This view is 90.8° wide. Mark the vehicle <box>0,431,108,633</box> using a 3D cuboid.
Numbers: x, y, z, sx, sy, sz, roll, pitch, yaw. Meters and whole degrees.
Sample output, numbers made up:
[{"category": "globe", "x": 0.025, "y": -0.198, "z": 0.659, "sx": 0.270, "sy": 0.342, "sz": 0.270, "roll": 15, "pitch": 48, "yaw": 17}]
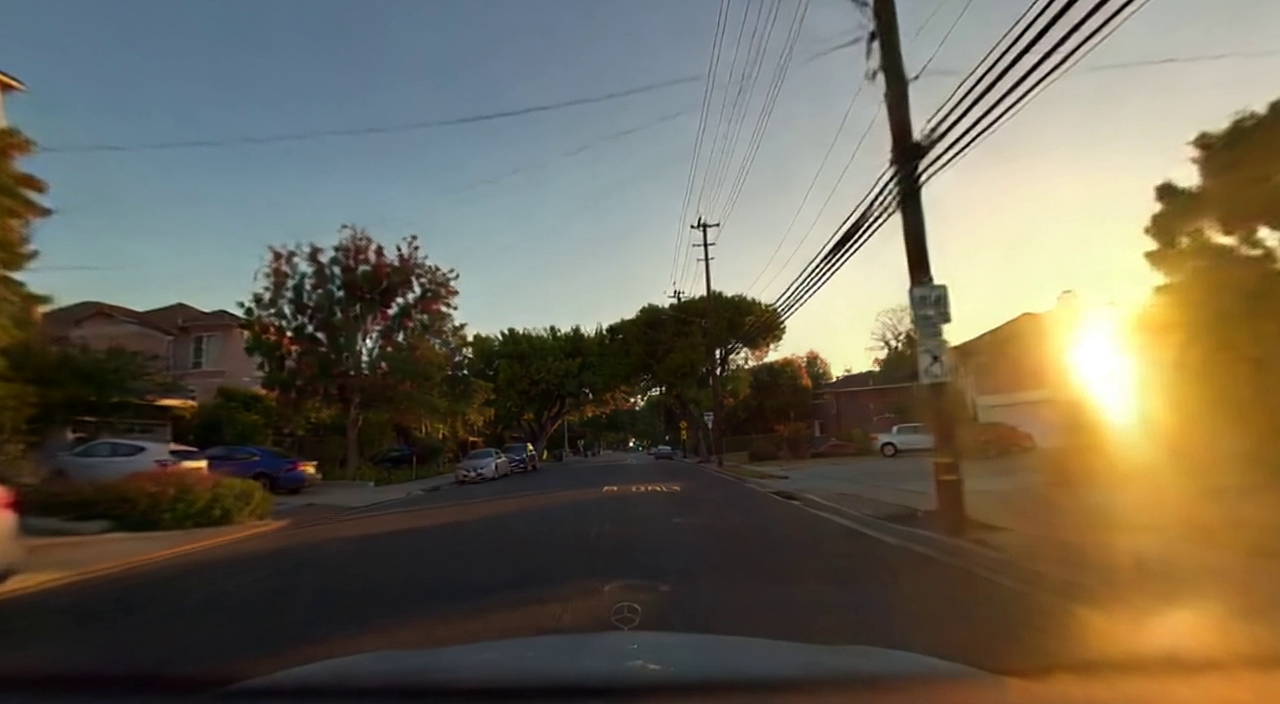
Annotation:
[{"category": "vehicle", "x": -6.722, "y": 1.384, "z": 4.020, "sx": 2.162, "sy": 1.757, "sz": 5.201, "roll": -2, "pitch": -9, "yaw": 0}]

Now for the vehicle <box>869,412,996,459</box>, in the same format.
[{"category": "vehicle", "x": 13.748, "y": 3.963, "z": 29.817, "sx": 4.836, "sy": 1.789, "sz": 2.229, "roll": -11, "pitch": -11, "yaw": 39}]

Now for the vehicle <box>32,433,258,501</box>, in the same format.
[{"category": "vehicle", "x": -14.295, "y": 3.331, "z": 18.566, "sx": 4.543, "sy": 1.824, "sz": 2.379, "roll": 0, "pitch": -9, "yaw": -3}]

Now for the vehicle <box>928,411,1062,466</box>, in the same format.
[{"category": "vehicle", "x": 13.535, "y": 3.326, "z": 24.208, "sx": 4.145, "sy": 1.767, "sz": 1.880, "roll": -9, "pitch": -10, "yaw": 30}]

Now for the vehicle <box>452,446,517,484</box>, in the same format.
[{"category": "vehicle", "x": -7.107, "y": 5.196, "z": 29.287, "sx": 2.041, "sy": 1.587, "sz": 3.920, "roll": -2, "pitch": -9, "yaw": 0}]

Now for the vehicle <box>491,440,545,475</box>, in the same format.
[{"category": "vehicle", "x": -7.090, "y": 6.197, "z": 37.207, "sx": 2.135, "sy": 1.787, "sz": 4.452, "roll": -4, "pitch": -9, "yaw": 1}]
